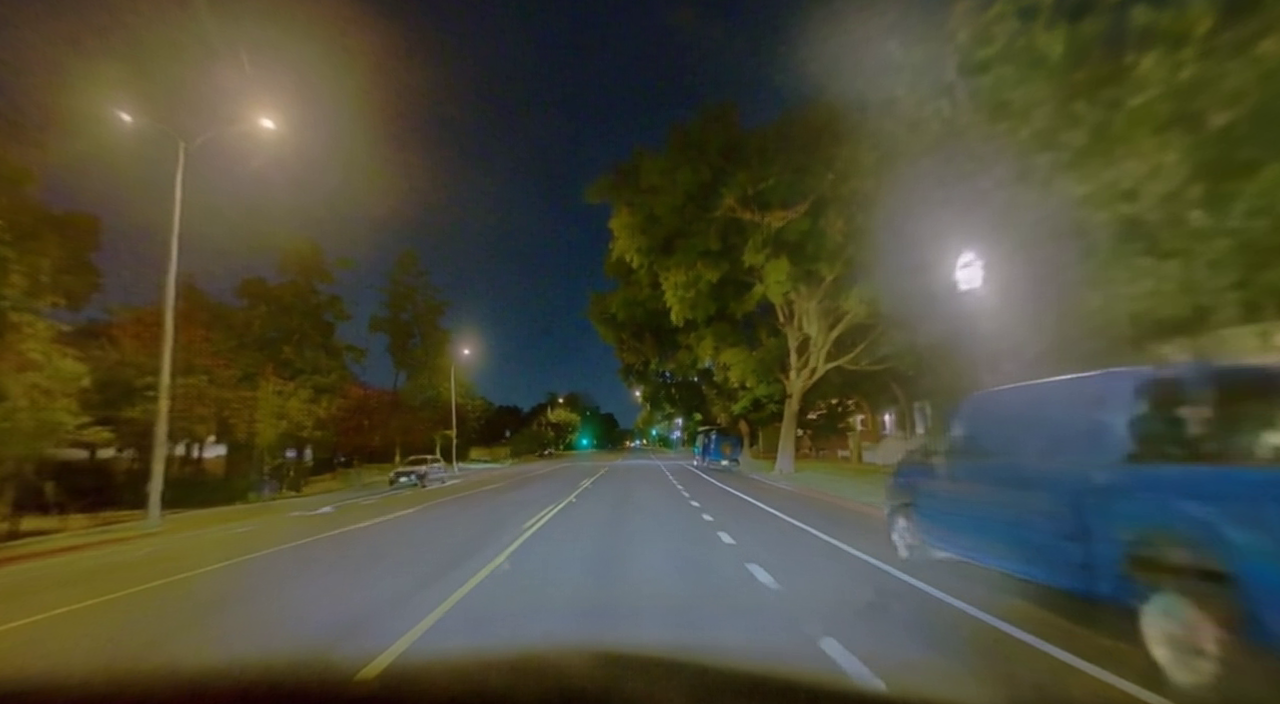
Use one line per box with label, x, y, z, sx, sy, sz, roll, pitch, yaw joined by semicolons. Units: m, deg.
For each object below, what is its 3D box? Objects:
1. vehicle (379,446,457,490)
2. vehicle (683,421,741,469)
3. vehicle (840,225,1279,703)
vehicle;-11.202;5.845;32.311;2.301;1.855;4.983;-4;-8;-2
vehicle;3.894;5.209;35.348;2.459;2.452;5.731;0;-8;-1
vehicle;3.704;1.055;4.989;2.504;2.114;6.073;3;-8;3
